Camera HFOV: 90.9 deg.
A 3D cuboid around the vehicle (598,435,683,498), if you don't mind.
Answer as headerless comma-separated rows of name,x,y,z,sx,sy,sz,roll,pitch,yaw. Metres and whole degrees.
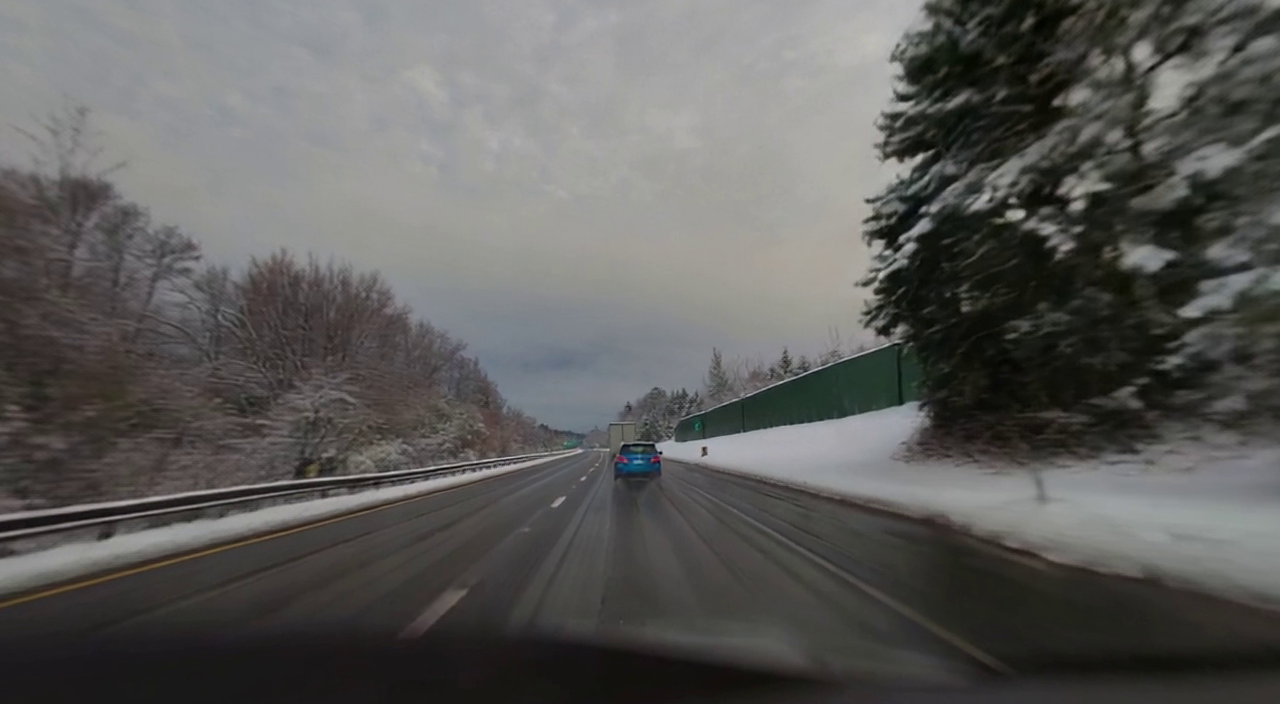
vehicle,-0.065,3.073,17.322,2.057,1.516,4.065,1,-8,-2
